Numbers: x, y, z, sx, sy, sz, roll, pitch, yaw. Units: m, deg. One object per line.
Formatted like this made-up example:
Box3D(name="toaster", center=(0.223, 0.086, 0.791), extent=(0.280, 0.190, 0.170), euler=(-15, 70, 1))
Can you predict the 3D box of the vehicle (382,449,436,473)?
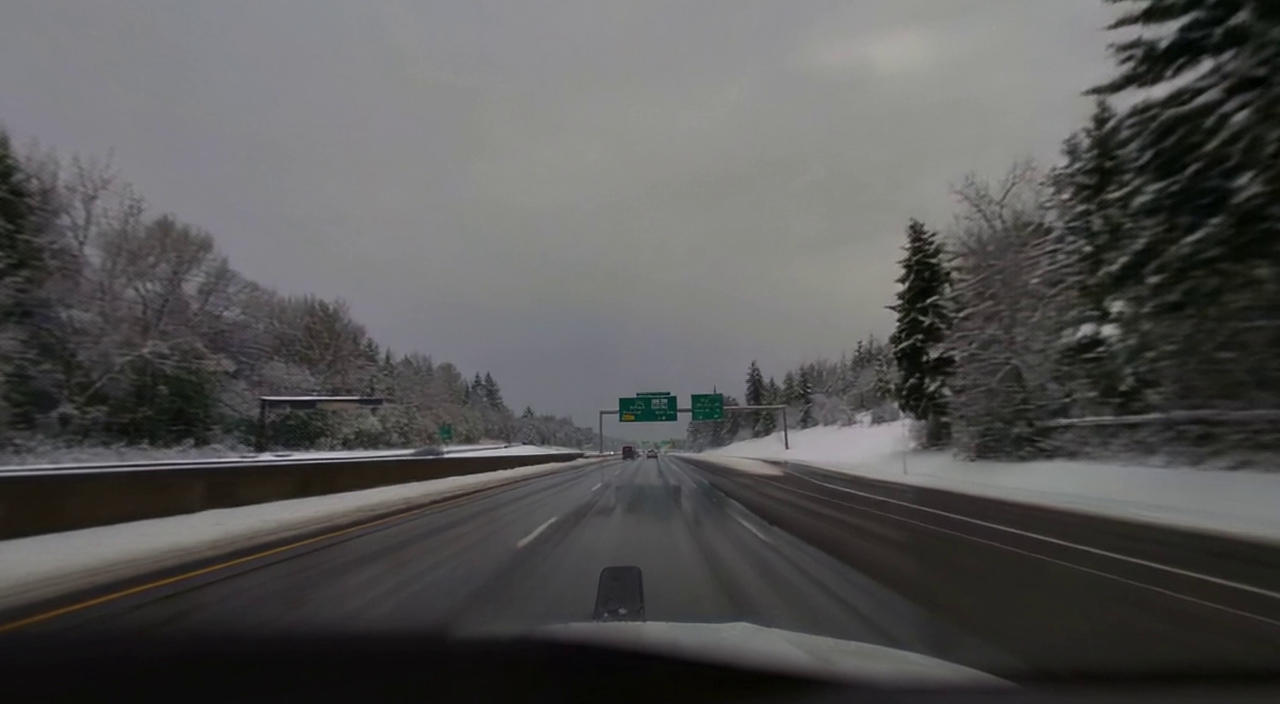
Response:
Box3D(name="vehicle", center=(-16.197, 7.641, 44.405), extent=(2.014, 1.616, 4.329), euler=(0, -9, 2))
